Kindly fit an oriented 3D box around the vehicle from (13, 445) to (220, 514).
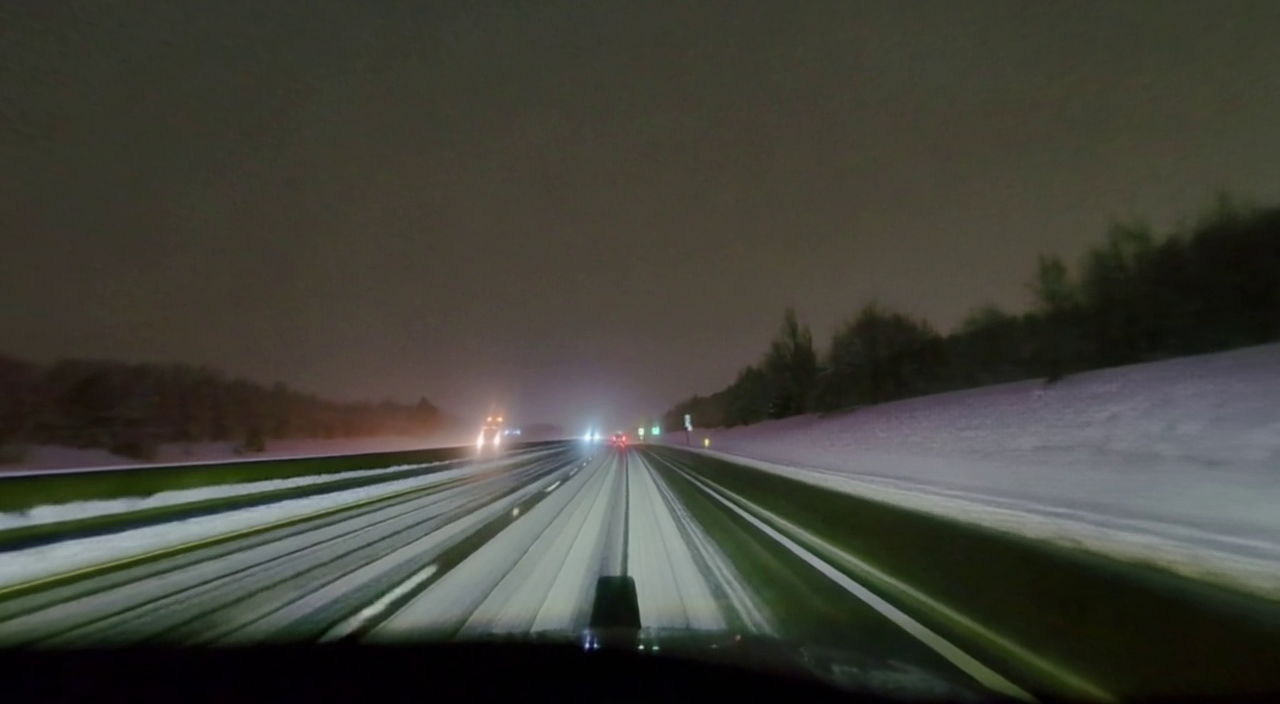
[{"bbox_3d":[-13.138,3.161,16.242,1.912,1.471,4.024,0,-8,-1],"label":"vehicle"}]
